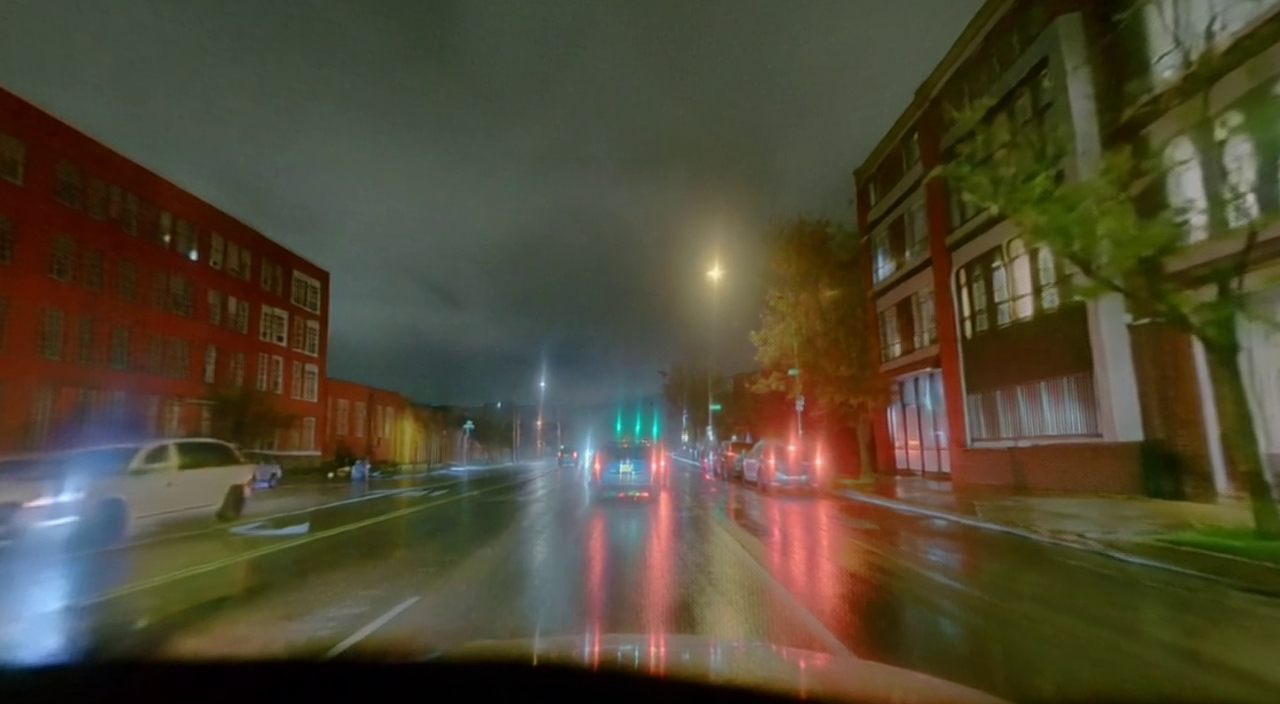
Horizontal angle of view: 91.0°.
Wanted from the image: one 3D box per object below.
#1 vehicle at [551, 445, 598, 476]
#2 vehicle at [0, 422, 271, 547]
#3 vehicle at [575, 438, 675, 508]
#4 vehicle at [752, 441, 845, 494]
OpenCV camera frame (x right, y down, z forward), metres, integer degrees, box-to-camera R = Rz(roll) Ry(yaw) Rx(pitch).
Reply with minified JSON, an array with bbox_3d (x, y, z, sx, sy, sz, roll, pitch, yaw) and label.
[{"bbox_3d":[-3.483,5.868,34.253,1.972,1.560,4.066,0,-9,2],"label":"vehicle"},{"bbox_3d":[-9.645,2.399,12.115,2.152,1.890,4.804,0,-9,0],"label":"vehicle"},{"bbox_3d":[-0.343,3.024,16.177,2.230,1.518,4.113,0,-9,0],"label":"vehicle"},{"bbox_3d":[4.960,3.658,20.305,1.832,1.491,4.054,1,-9,-1],"label":"vehicle"}]
